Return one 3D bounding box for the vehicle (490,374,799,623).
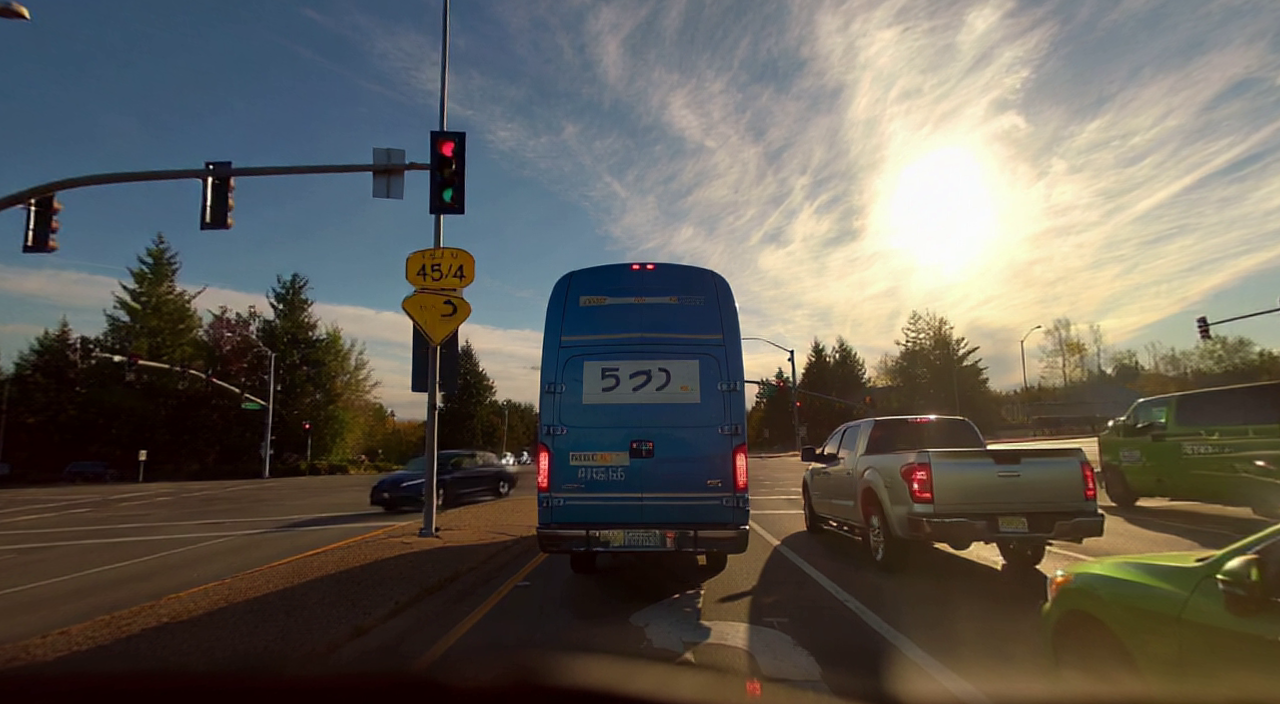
[{"bbox_3d":[0.065,1.471,7.332,2.326,1.880,4.964,0,-8,1],"label":"vehicle"}]

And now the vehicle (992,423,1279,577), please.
[{"bbox_3d":[6.847,1.741,8.259,1.973,1.470,4.228,0,-8,0],"label":"vehicle"}]

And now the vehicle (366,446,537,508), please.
[{"bbox_3d":[-5.513,3.681,19.290,2.410,1.596,4.931,-4,-9,22],"label":"vehicle"}]

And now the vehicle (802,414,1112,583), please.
[{"bbox_3d":[3.596,1.718,8.184,1.981,1.616,4.006,0,-8,1],"label":"vehicle"}]
